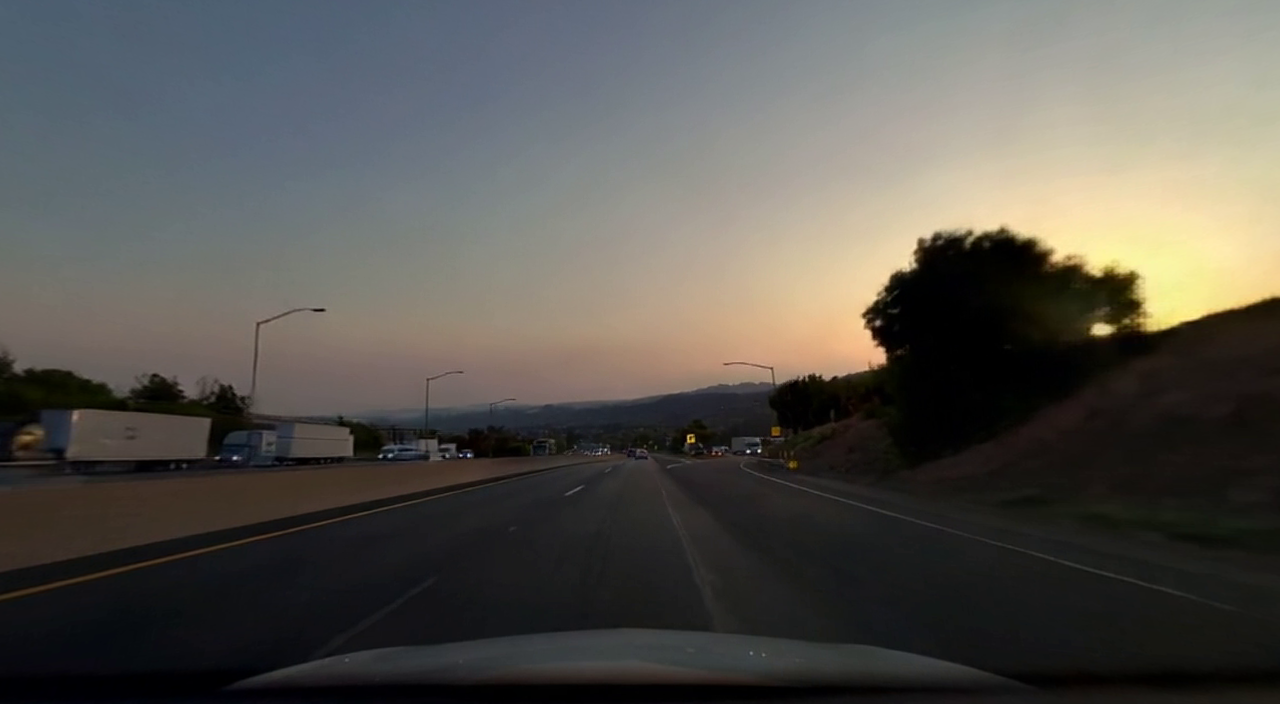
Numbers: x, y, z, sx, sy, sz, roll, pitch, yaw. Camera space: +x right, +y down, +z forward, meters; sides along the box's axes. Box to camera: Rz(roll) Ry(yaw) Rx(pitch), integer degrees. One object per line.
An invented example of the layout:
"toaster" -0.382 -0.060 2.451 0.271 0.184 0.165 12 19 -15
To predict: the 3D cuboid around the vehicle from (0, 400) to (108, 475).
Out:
"vehicle" -35.564 5.037 36.254 2.785 3.969 7.482 -3 -8 1
